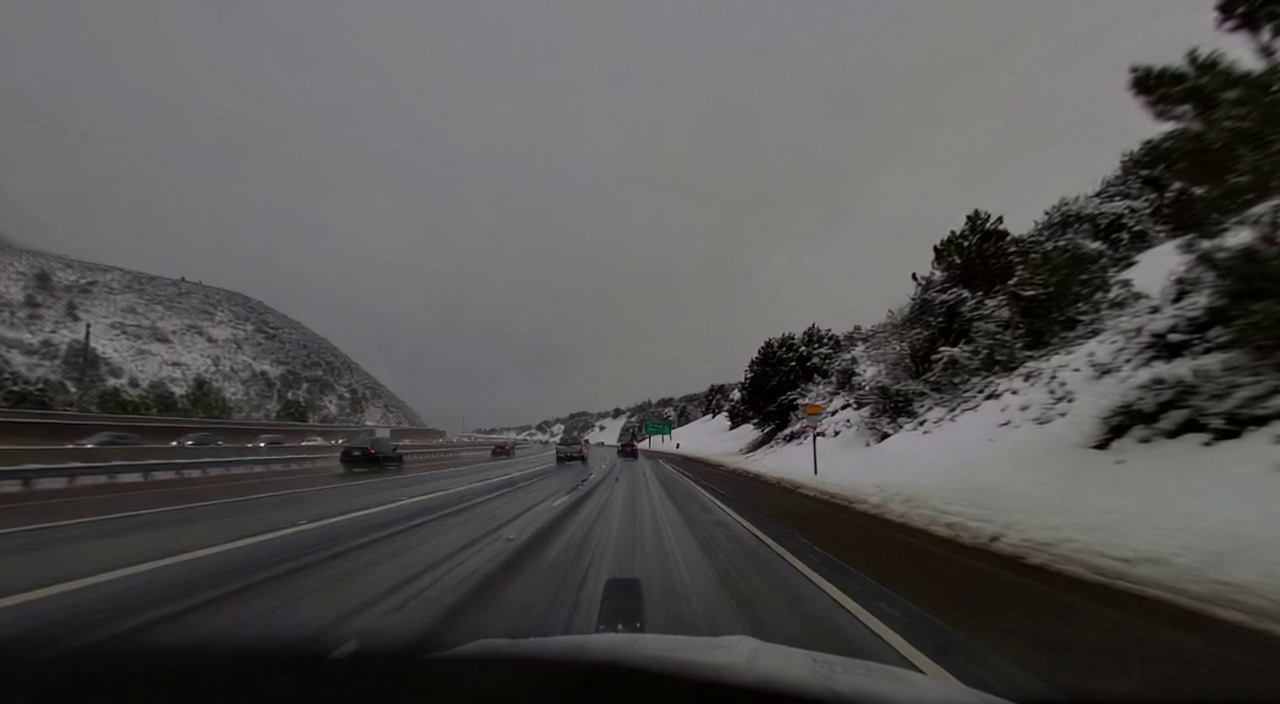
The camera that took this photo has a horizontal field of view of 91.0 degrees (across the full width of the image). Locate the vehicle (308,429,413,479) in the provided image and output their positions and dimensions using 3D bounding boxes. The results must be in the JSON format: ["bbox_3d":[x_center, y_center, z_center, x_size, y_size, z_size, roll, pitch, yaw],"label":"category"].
[{"bbox_3d":[-11.868,4.377,27.228,2.219,1.923,4.985,0,-8,0],"label":"vehicle"}]

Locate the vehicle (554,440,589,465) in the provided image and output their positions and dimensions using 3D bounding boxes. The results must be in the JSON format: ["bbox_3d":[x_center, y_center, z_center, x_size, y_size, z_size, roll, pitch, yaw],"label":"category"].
[{"bbox_3d":[-4.790,7.117,44.660,2.060,1.631,4.214,0,-8,-1],"label":"vehicle"}]

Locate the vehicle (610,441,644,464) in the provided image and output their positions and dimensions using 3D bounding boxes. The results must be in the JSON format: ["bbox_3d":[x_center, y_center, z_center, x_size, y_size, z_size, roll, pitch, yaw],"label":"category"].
[{"bbox_3d":[-0.976,7.387,46.501,2.421,1.594,4.248,0,-9,-2],"label":"vehicle"}]
